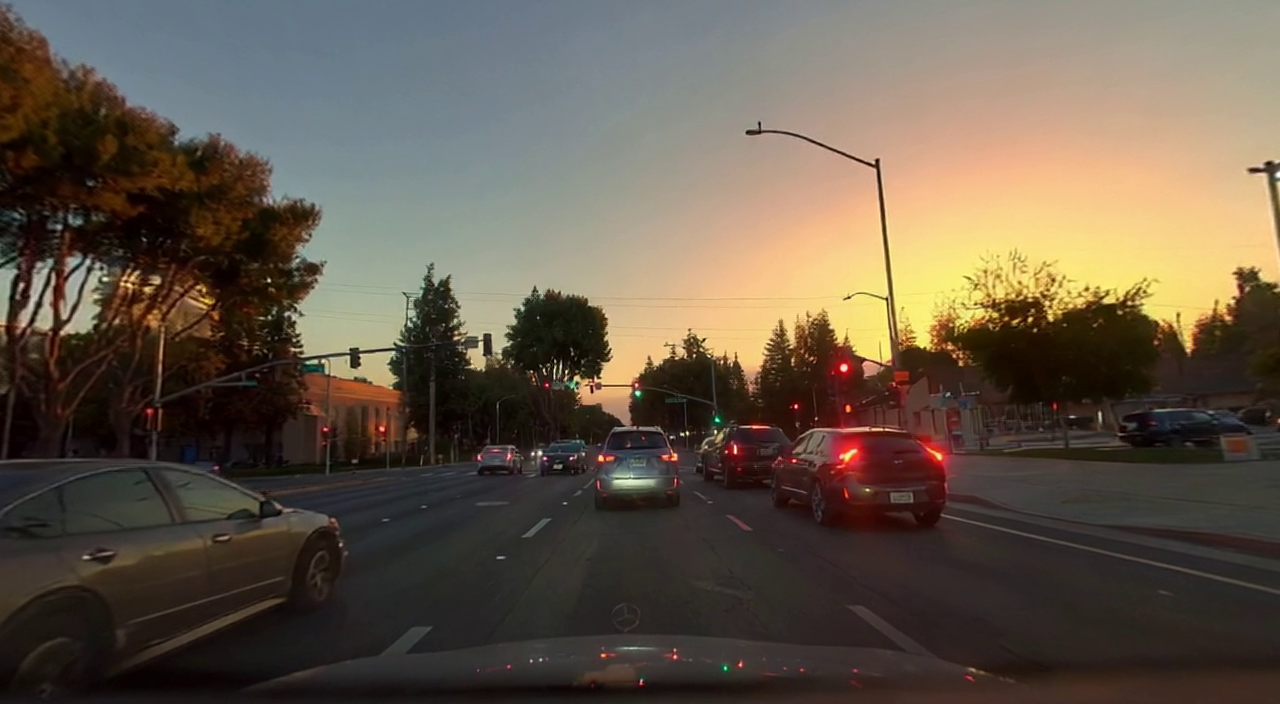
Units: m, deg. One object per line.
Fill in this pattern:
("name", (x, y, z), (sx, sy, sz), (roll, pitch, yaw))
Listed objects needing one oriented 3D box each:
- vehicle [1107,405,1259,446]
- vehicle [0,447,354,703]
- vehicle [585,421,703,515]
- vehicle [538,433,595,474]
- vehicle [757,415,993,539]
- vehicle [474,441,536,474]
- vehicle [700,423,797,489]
("vehicle", (24.049, 3.305, 28.114), (4.854, 1.712, 2.017), (0, -9, -1))
("vehicle", (-3.536, 1.204, 3.500), (1.980, 1.321, 4.113), (0, -9, 0))
("vehicle", (-0.014, 2.421, 13.577), (2.146, 1.685, 4.003), (0, -9, -2))
("vehicle", (-3.382, 4.777, 29.965), (2.106, 1.778, 4.444), (0, -9, 1))
("vehicle", (3.622, 2.031, 10.902), (2.198, 1.660, 4.512), (0, -9, -2))
("vehicle", (-6.451, 5.100, 30.686), (1.954, 1.473, 4.350), (0, -9, 1))
("vehicle", (3.271, 3.265, 20.063), (2.144, 1.802, 4.609), (0, -9, -1))
